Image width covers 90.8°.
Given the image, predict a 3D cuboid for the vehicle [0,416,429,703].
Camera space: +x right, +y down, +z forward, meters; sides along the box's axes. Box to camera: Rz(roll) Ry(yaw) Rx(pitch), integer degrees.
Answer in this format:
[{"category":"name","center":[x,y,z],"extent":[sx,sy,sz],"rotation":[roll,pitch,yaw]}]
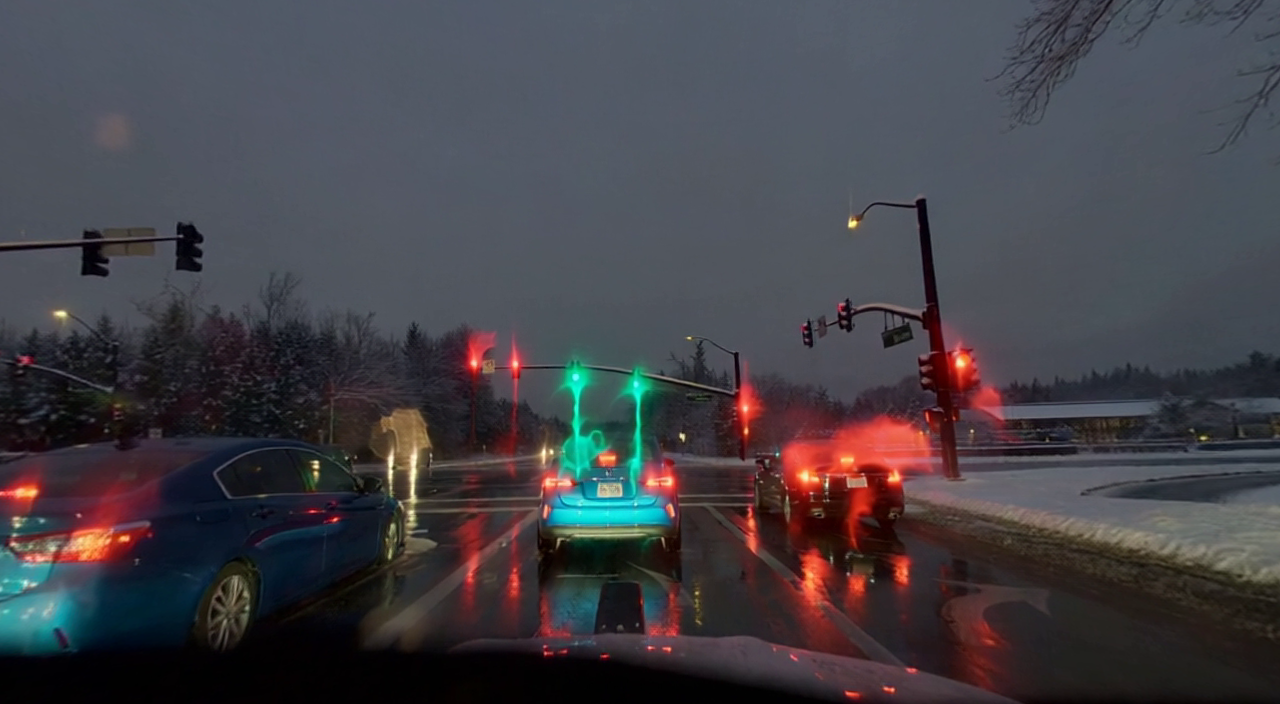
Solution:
[{"category":"vehicle","center":[-3.577,1.387,5.336],"extent":[2.052,1.472,4.479],"rotation":[0,-8,0]}]

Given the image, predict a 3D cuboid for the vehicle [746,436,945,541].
[{"category":"vehicle","center":[3.274,2.255,11.160],"extent":[1.970,1.449,4.433],"rotation":[0,-8,-1]}]

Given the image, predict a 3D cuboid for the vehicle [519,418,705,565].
[{"category":"vehicle","center":[-0.345,1.826,8.962],"extent":[2.038,1.599,3.844],"rotation":[0,-8,-1]}]
